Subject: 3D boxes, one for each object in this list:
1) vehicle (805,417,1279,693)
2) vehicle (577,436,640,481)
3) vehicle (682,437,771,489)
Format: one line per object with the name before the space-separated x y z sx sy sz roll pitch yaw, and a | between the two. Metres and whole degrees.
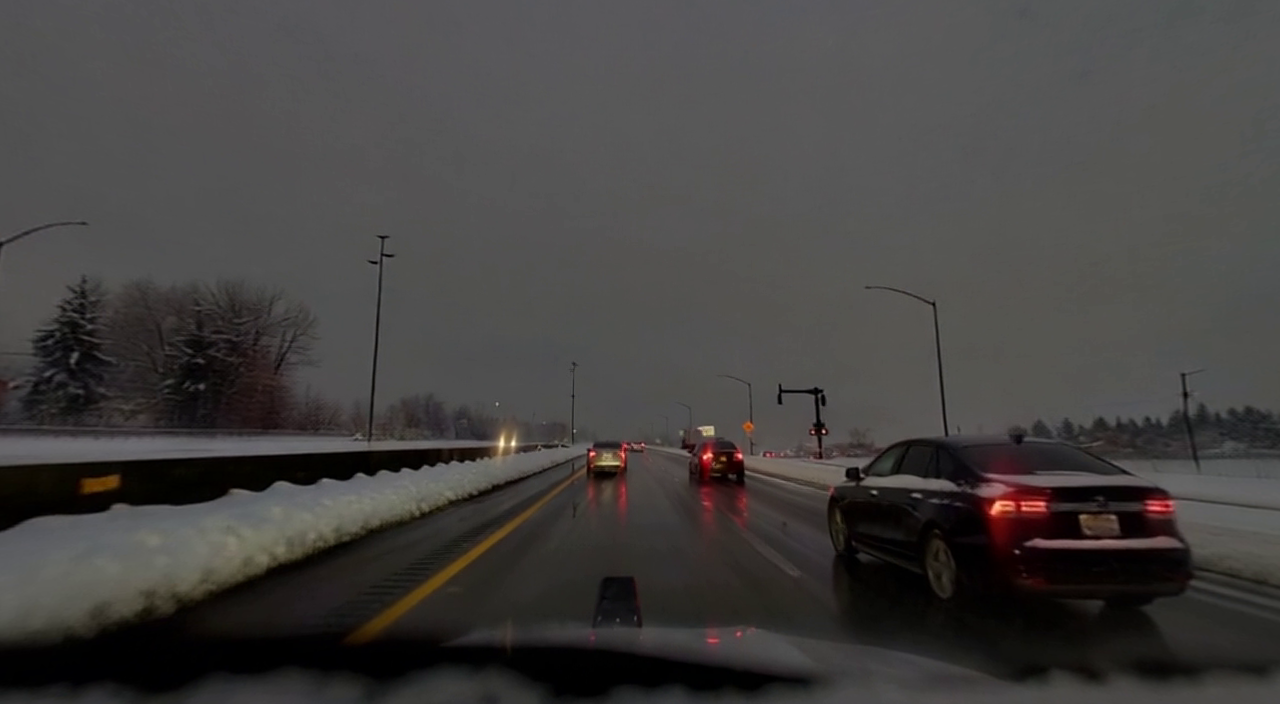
vehicle | 3.081 1.401 5.593 1.996 1.455 4.281 0 -8 -1
vehicle | -1.080 3.808 22.834 2.069 1.470 4.004 0 -8 -1
vehicle | 2.622 3.484 20.247 2.042 1.460 4.451 0 -8 -2
